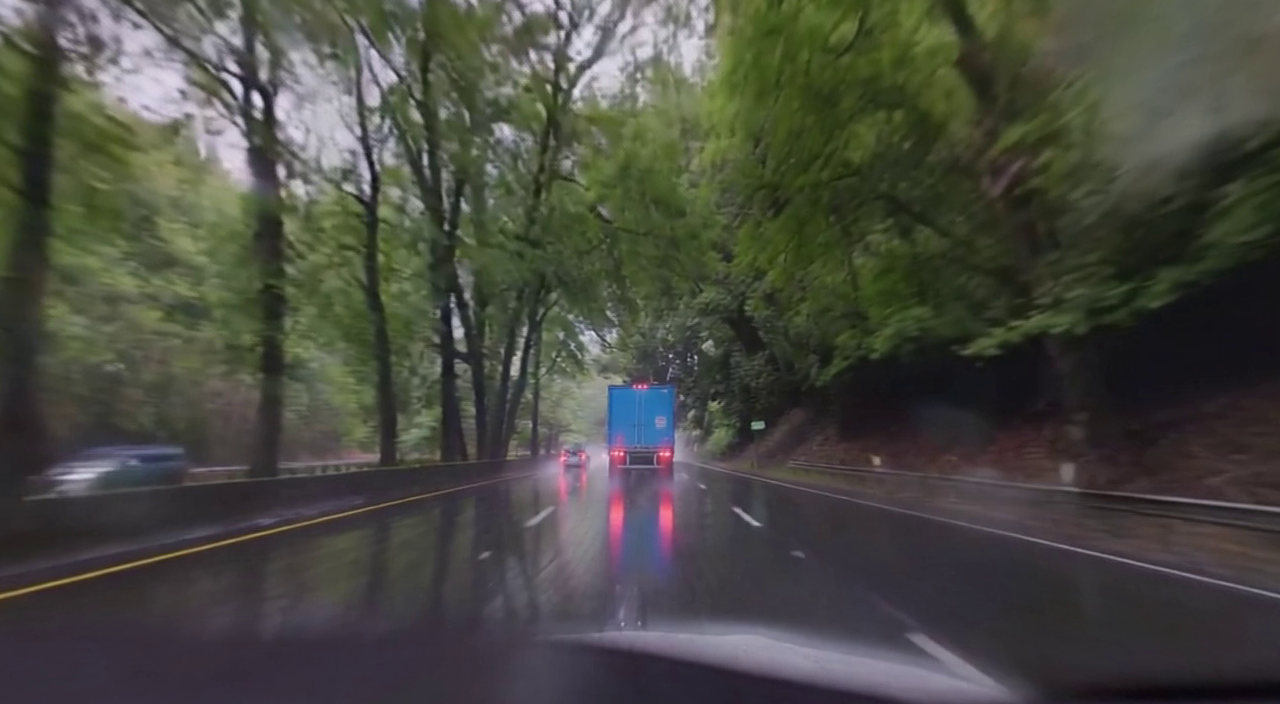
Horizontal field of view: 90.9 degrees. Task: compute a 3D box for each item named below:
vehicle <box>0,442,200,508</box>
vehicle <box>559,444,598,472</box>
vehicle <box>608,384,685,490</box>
[{"bbox_3d":[-16.463,3.701,19.481,2.008,1.748,4.967,0,-9,1],"label":"vehicle"},{"bbox_3d":[-3.886,6.800,40.568,2.018,1.632,4.722,0,-9,1],"label":"vehicle"},{"bbox_3d":[0.337,3.824,27.747,2.821,3.878,8.925,0,-9,1],"label":"vehicle"}]
